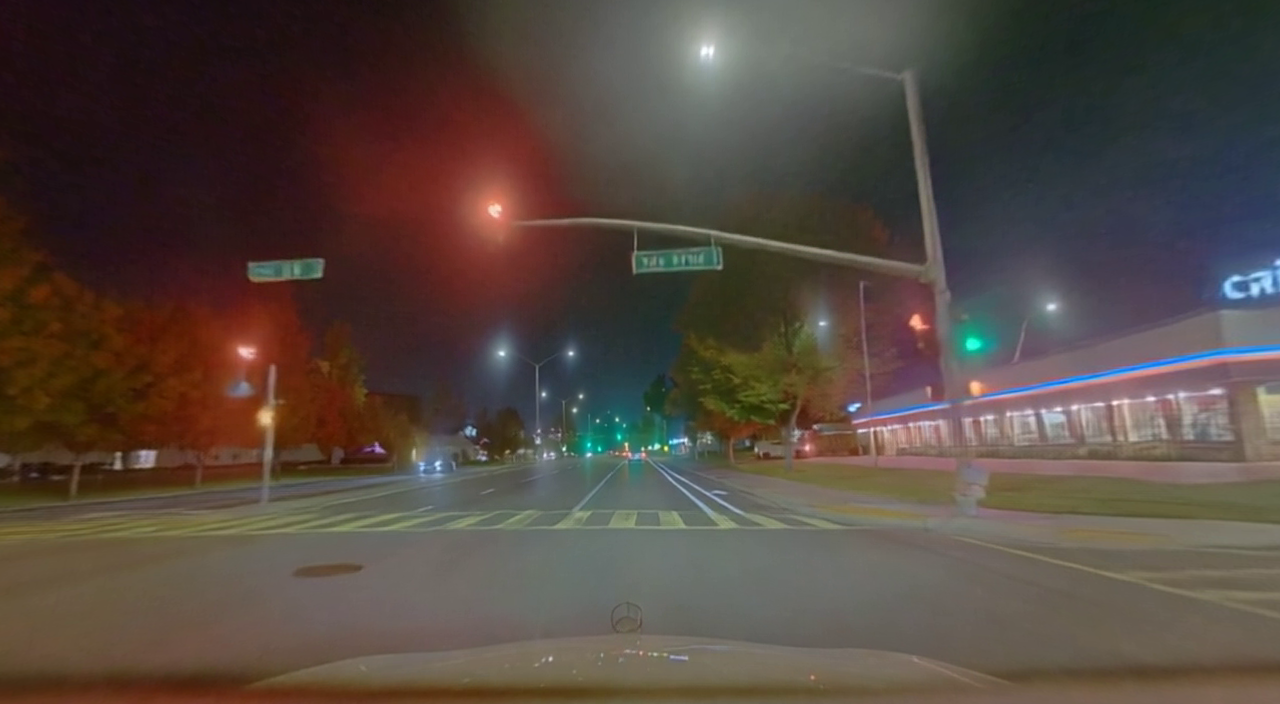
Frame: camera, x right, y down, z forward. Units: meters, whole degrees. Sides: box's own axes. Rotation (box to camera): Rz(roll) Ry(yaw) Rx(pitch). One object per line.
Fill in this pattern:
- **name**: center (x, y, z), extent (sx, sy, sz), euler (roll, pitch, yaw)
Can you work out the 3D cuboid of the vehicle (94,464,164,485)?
- **vehicle**: center (-37.055, 8.888, 45.859), extent (3.470, 1.401, 1.748), euler (0, -8, -2)
